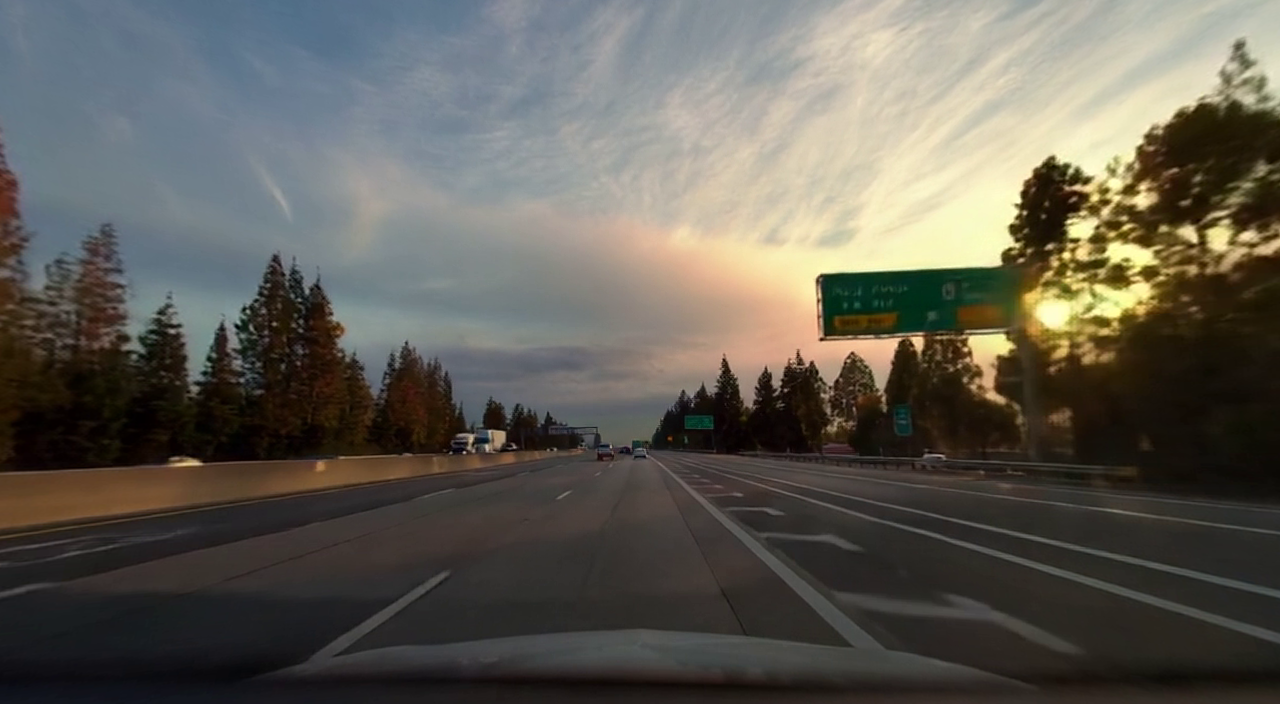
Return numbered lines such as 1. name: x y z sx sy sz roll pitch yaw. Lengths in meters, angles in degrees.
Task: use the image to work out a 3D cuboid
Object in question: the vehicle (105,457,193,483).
1. vehicle: -31.116 7.476 40.156 2.025 1.453 4.511 0 -9 -1
